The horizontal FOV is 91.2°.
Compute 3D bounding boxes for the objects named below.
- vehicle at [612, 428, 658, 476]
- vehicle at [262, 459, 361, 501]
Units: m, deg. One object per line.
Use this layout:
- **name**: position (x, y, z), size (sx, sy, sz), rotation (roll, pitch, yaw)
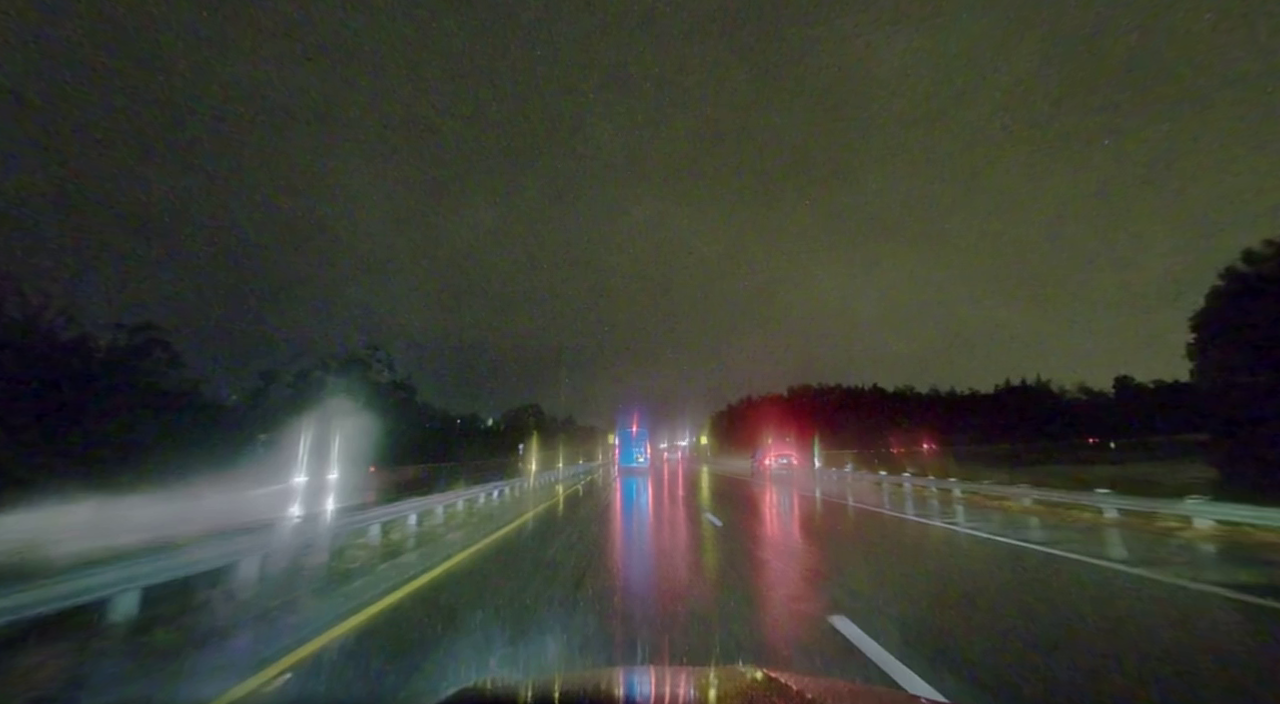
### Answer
- **vehicle**: position (-0.300, 6.012, 37.768), size (2.560, 2.598, 5.581), rotation (0, -9, 0)
- **vehicle**: position (-13.418, 5.222, 25.883), size (1.941, 1.503, 3.919), rotation (0, -9, 0)
